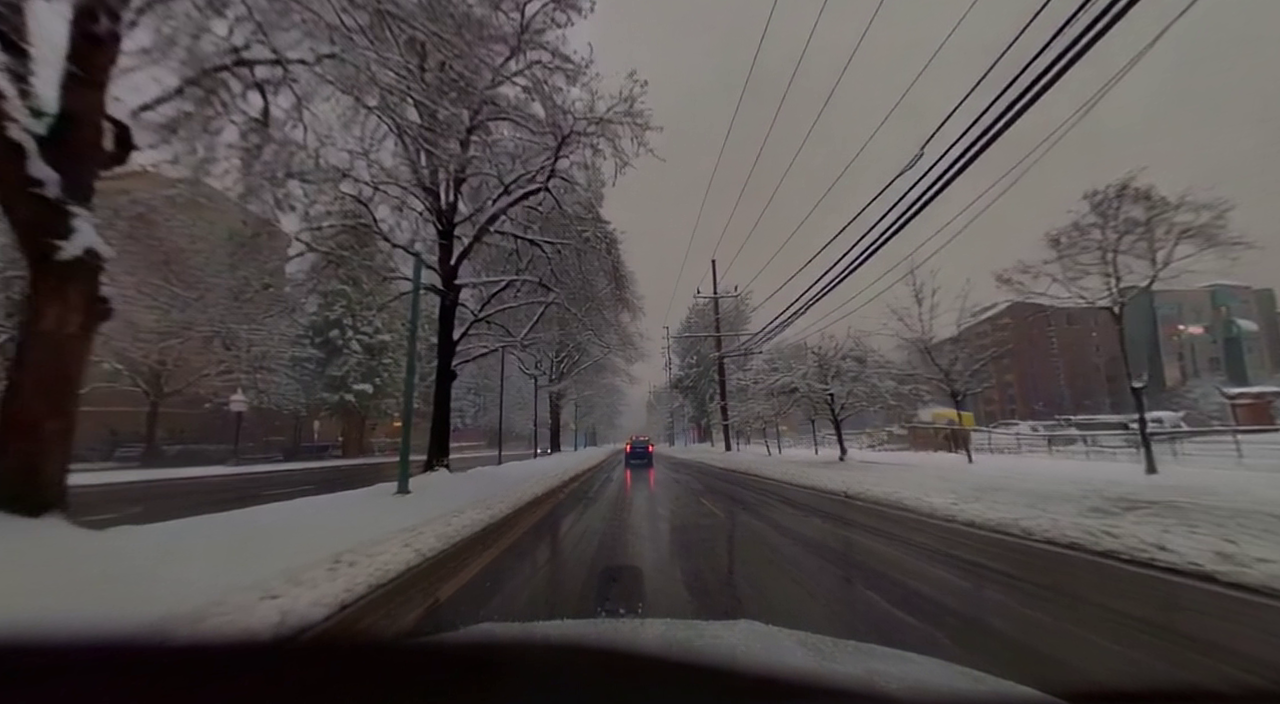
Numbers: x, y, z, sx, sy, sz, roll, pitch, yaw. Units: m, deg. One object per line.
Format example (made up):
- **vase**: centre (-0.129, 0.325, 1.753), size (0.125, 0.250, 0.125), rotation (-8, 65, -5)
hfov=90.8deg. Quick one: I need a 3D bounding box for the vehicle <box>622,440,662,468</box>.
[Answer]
- **vehicle**: centre (0.088, 5.723, 35.636), size (2.109, 1.501, 4.042), rotation (0, -8, 0)
